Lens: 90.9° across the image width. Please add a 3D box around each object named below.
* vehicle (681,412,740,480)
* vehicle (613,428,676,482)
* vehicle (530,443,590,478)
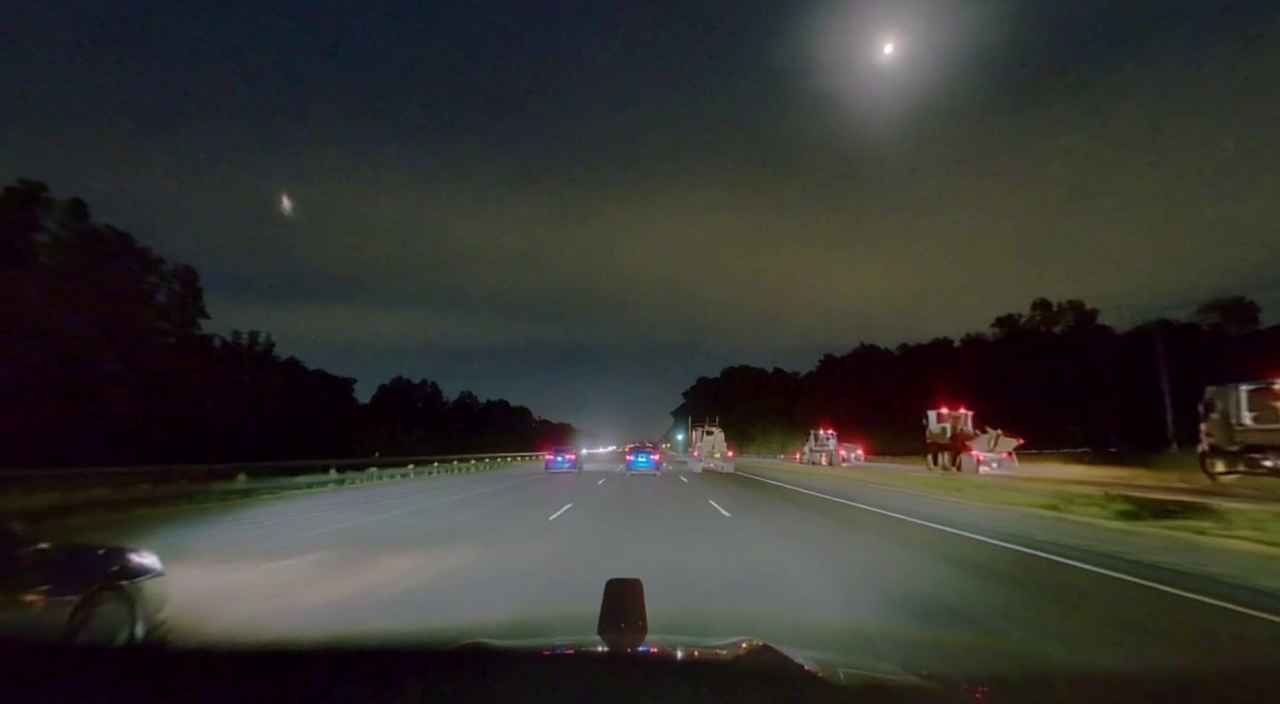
[{"bbox_3d":[4.311,6.043,40.802,2.793,3.828,9.580,0,-8,1],"label":"vehicle"},{"bbox_3d":[0.179,4.167,25.722,2.308,1.993,4.631,0,-8,0],"label":"vehicle"},{"bbox_3d":[-3.593,4.959,29.083,2.096,1.469,4.319,0,-8,2],"label":"vehicle"}]
